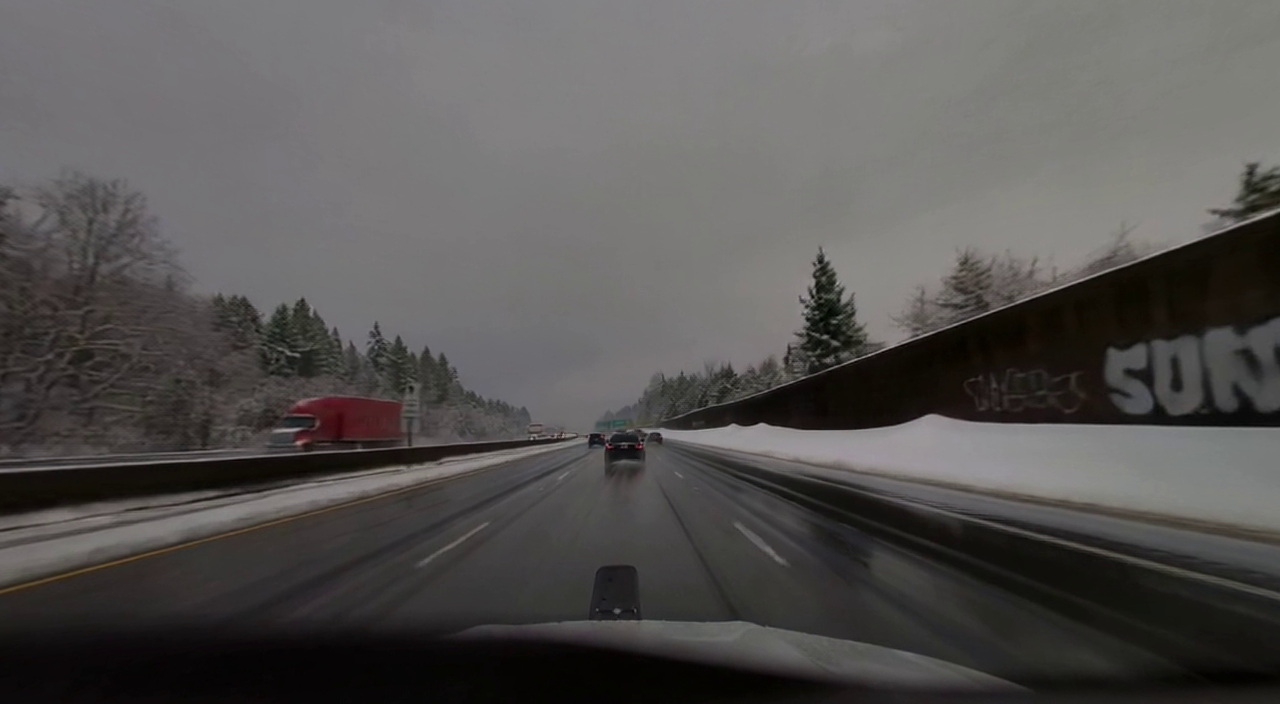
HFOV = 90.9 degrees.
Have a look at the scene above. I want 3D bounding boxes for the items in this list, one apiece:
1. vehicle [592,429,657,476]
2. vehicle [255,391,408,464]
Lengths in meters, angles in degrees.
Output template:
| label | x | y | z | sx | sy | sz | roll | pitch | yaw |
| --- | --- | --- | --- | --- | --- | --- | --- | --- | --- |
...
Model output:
| label | x | y | z | sx | sy | sz | roll | pitch | yaw |
| --- | --- | --- | --- | --- | --- | --- | --- | --- | --- |
| vehicle | -0.535 | 3.424 | 21.808 | 2.044 | 1.477 | 3.693 | 0 | -8 | -1 |
| vehicle | -22.052 | 5.764 | 47.229 | 3.141 | 4.374 | 17.378 | 1 | -8 | -2 |
